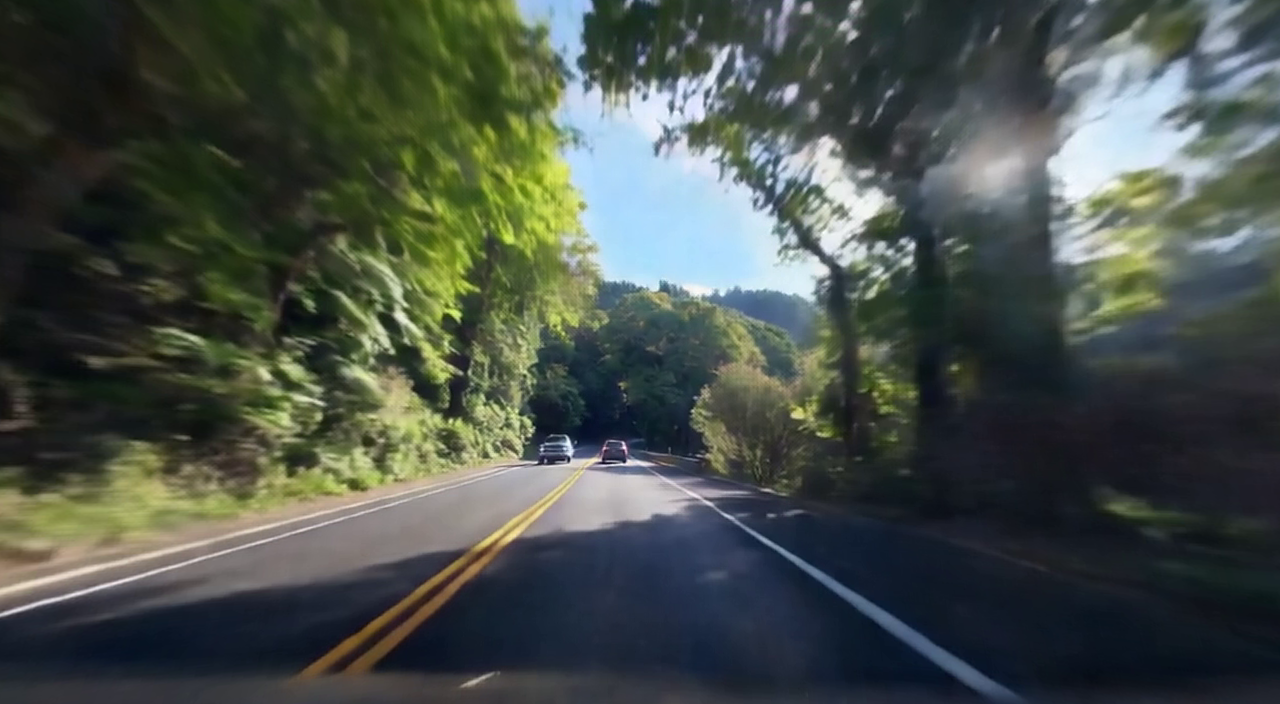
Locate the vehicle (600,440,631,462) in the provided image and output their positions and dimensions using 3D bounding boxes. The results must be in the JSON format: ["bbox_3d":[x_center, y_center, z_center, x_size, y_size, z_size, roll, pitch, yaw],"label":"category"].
[{"bbox_3d":[-1.773,7.105,45.534,2.120,1.491,4.349,0,-8,-3],"label":"vehicle"}]

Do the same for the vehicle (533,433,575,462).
[{"bbox_3d":[-5.676,6.419,42.495,2.223,1.836,5.392,0,-8,-2],"label":"vehicle"}]
